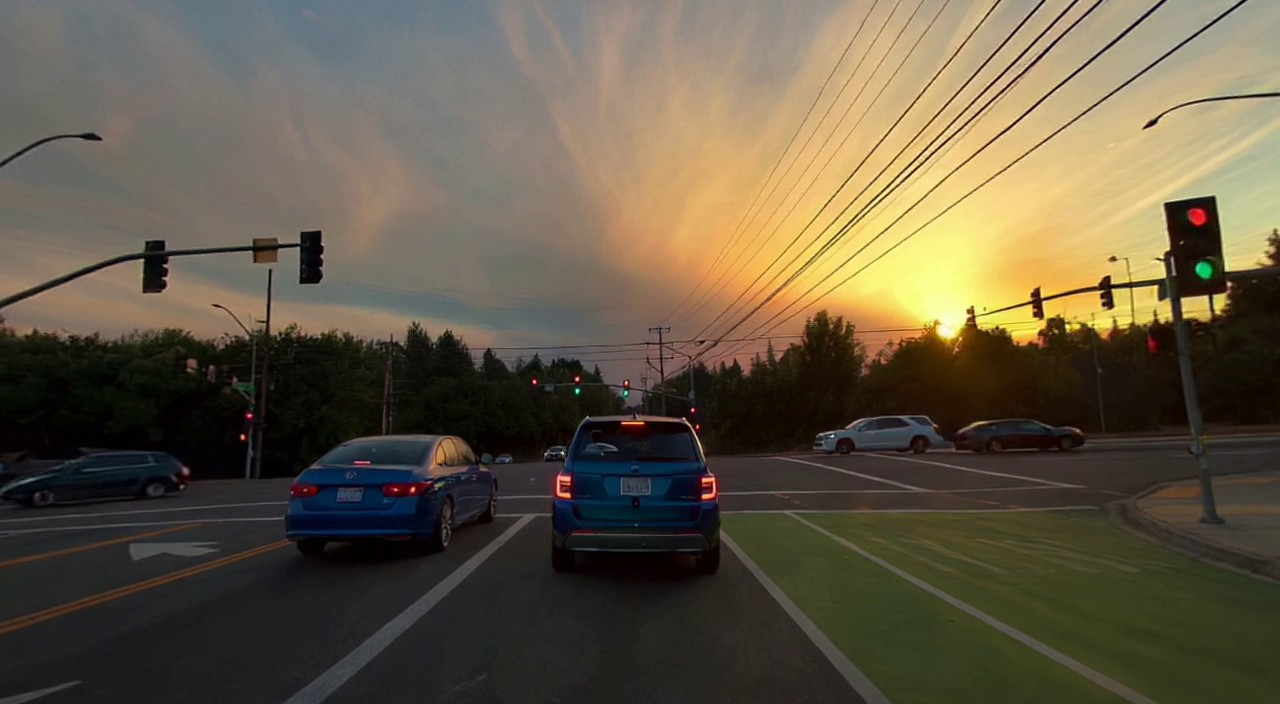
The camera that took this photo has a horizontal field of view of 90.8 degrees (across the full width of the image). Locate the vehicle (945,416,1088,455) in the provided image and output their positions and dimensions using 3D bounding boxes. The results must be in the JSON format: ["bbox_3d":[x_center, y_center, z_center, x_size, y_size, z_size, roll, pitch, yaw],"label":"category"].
[{"bbox_3d":[16.693,3.750,28.250,4.977,1.648,2.088,-1,-8,5],"label":"vehicle"}]

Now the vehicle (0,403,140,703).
[{"bbox_3d":[-3.348,0.662,0.446,1.928,1.488,4.936,0,-8,0],"label":"vehicle"}]

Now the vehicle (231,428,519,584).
[{"bbox_3d":[-2.926,1.762,8.004,1.969,1.486,3.702,0,-8,1],"label":"vehicle"}]

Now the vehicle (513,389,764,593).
[{"bbox_3d":[-0.049,1.510,7.618,2.182,1.773,4.041,0,-8,-1],"label":"vehicle"}]

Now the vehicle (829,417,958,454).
[{"bbox_3d":[13.844,4.609,34.842,6.143,1.944,2.229,-1,-8,5],"label":"vehicle"}]
